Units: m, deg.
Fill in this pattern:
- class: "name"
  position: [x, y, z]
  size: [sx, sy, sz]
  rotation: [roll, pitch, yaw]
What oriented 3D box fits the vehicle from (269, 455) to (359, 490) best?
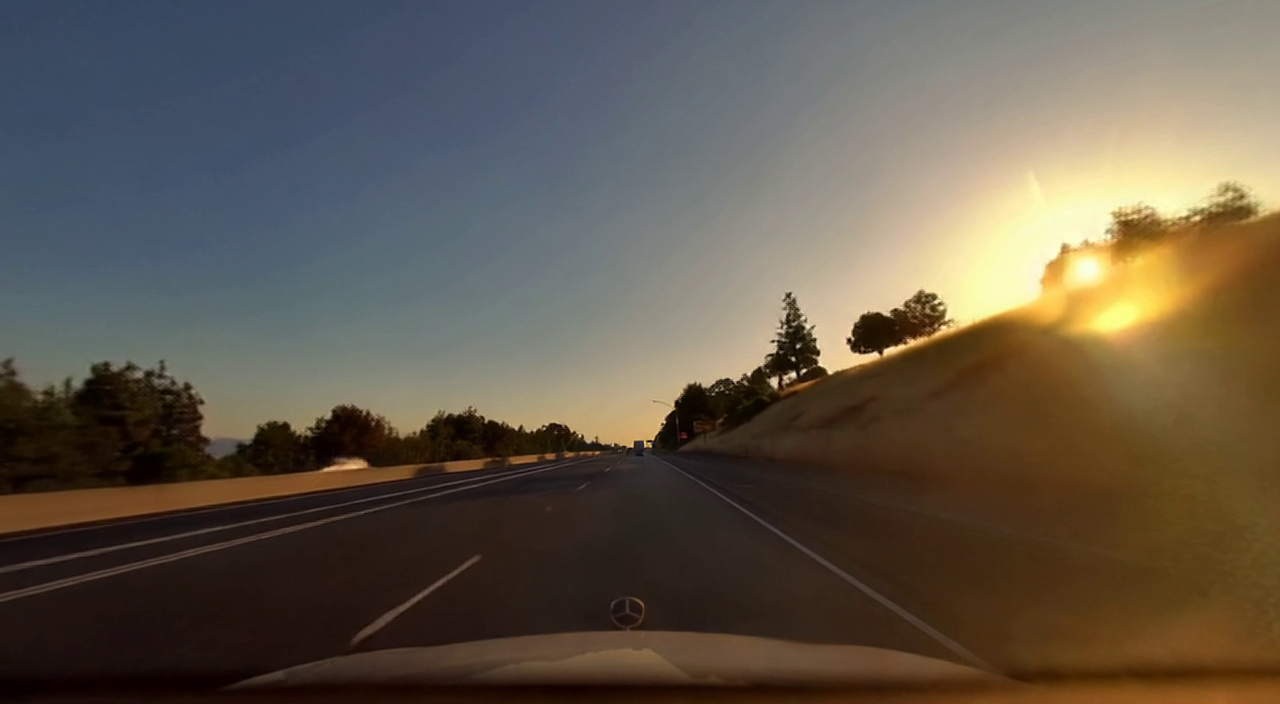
- class: "vehicle"
  position: [-16.319, 6.057, 31.863]
  size: [2.089, 1.568, 4.491]
  rotation: [0, -9, 1]
